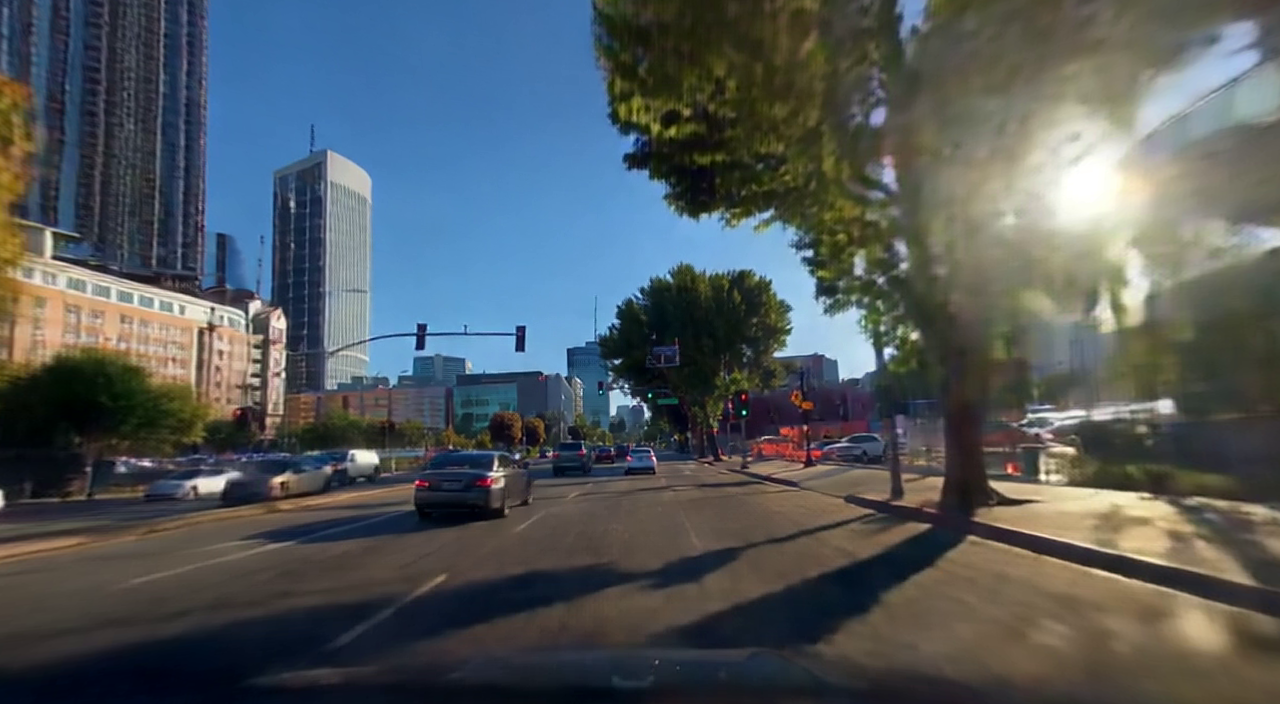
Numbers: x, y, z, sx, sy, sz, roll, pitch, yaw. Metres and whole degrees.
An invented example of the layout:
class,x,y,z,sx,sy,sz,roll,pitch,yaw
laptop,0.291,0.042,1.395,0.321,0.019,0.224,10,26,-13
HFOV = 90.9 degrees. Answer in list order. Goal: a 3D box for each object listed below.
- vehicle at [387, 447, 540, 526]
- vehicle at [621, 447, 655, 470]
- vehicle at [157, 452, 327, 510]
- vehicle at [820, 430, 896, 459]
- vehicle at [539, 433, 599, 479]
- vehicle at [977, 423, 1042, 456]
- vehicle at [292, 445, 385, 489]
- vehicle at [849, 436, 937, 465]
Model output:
class,x,y,z,sx,sy,sz,roll,pitch,yaw
vehicle,-3.563,2.791,13.748,1.959,1.406,4.527,0,-9,1
vehicle,-0.092,7.104,42.219,2.171,1.422,4.146,0,-9,1
vehicle,-11.996,3.886,19.496,2.050,1.498,4.703,-1,-9,3
vehicle,12.171,5.176,35.245,3.500,1.563,1.871,2,-9,-19
vehicle,-3.322,4.995,30.534,2.240,2.054,4.662,0,-9,2
vehicle,23.653,5.610,40.247,2.304,1.936,5.023,-9,-12,43
vehicle,-15.383,5.851,32.569,2.270,1.978,5.032,-2,-9,1
vehicle,13.441,5.218,33.546,4.061,1.465,1.803,2,-8,-17
